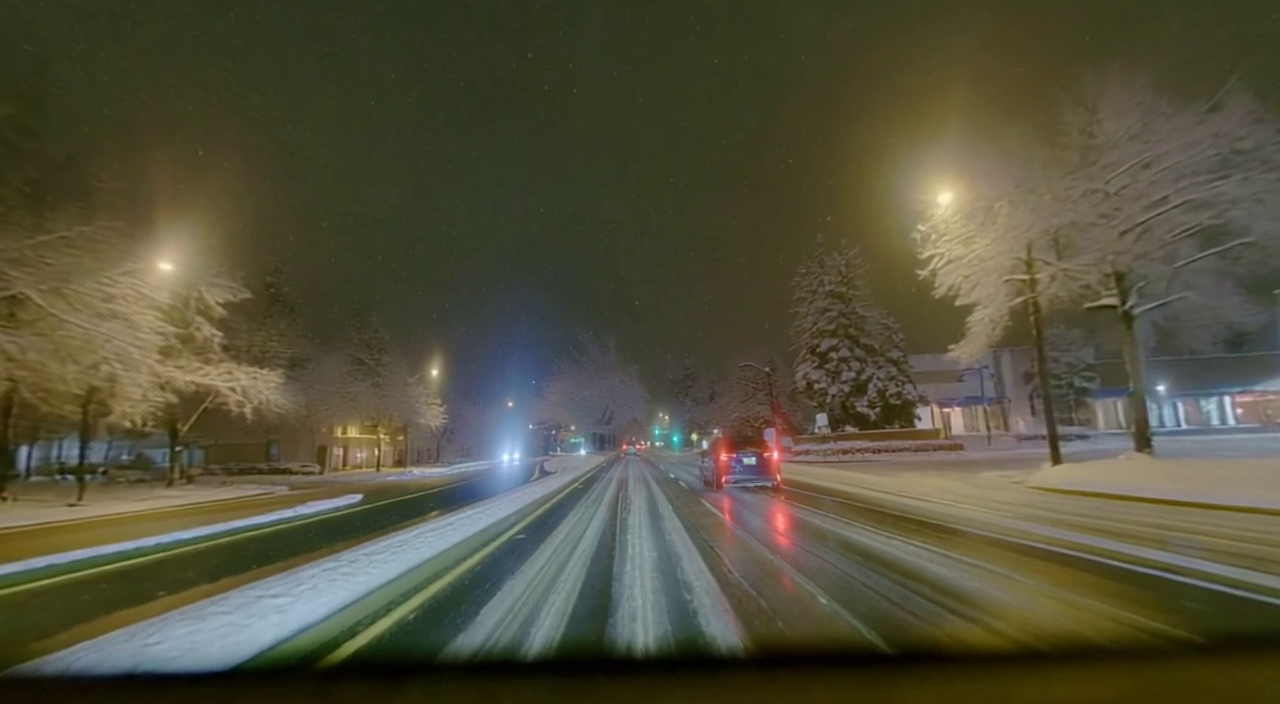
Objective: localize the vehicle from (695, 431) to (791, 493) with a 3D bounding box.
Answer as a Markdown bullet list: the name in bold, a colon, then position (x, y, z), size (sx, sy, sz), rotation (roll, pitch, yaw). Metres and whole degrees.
- **vehicle**: position (2.932, 3.253, 19.103), size (1.995, 1.616, 4.729), rotation (0, -8, -1)
